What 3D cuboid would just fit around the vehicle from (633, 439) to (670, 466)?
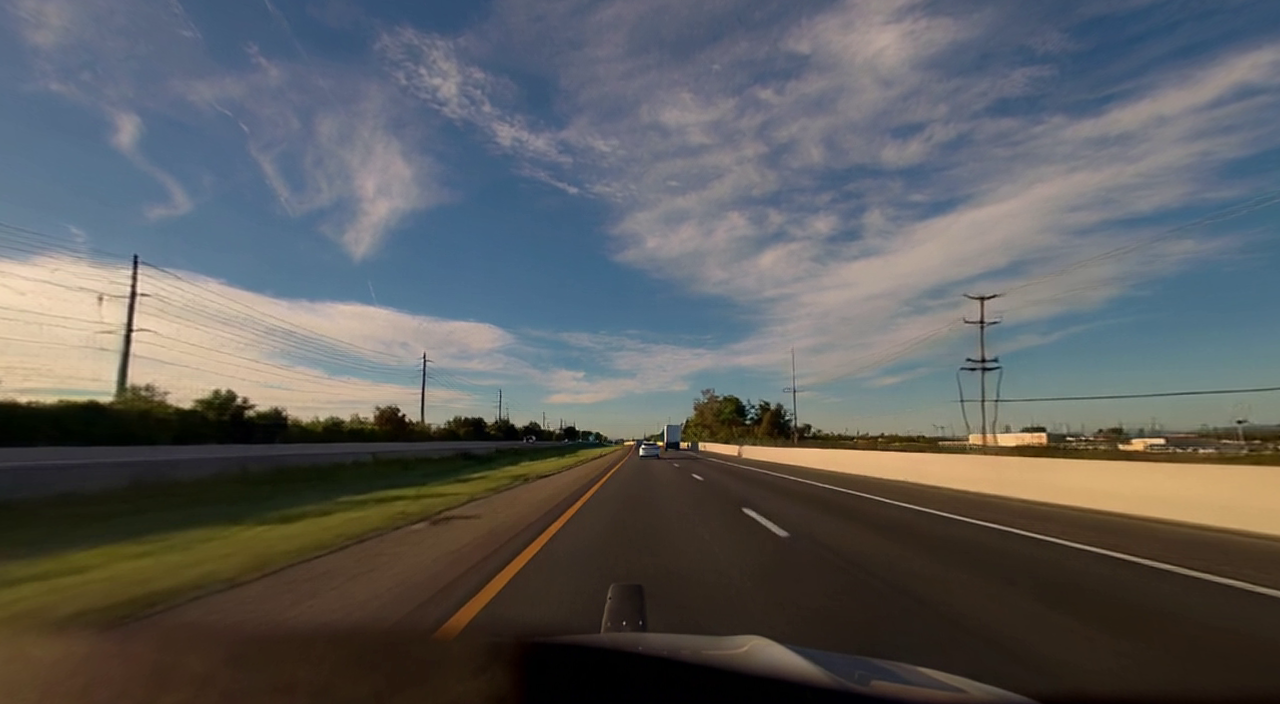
[{"bbox_3d":[0.738,6.269,39.404,2.192,1.556,4.132,0,-8,1],"label":"vehicle"}]
